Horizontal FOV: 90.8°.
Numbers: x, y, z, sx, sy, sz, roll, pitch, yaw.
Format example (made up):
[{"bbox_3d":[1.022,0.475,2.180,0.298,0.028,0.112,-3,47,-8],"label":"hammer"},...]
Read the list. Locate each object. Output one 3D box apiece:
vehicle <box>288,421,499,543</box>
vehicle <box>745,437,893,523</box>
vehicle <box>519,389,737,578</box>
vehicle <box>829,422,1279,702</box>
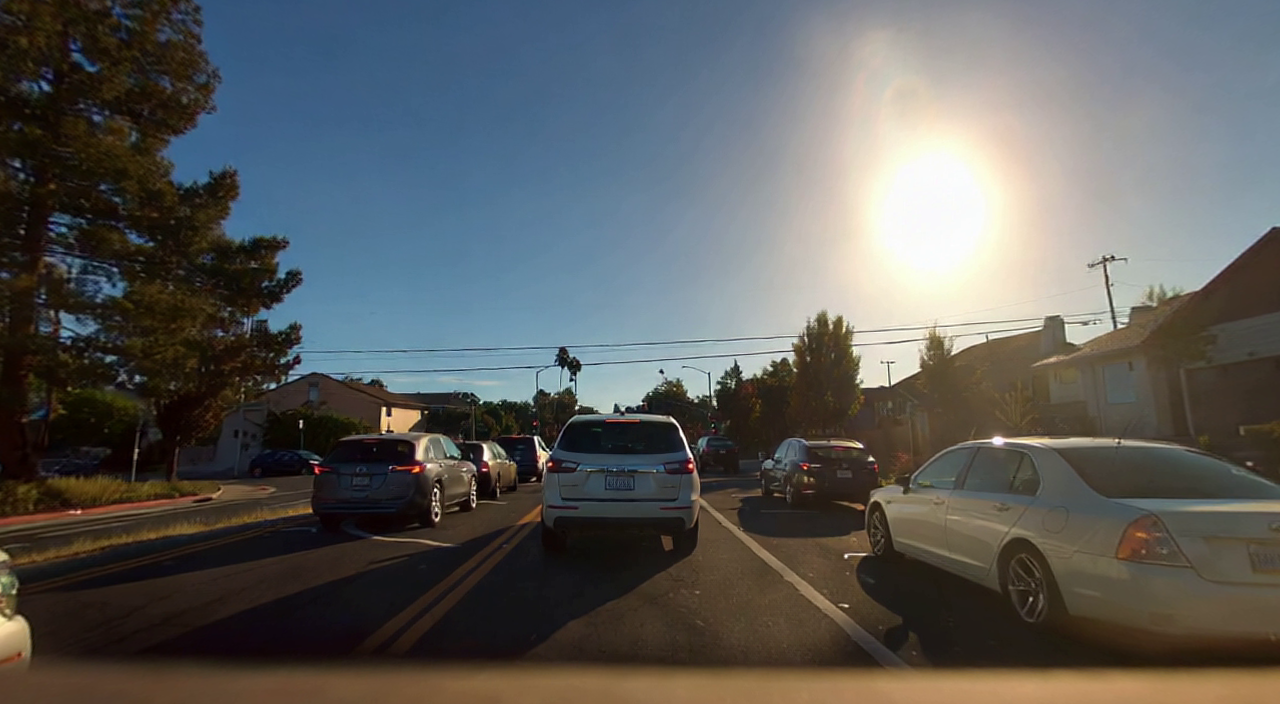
[{"bbox_3d":[-3.726,2.024,10.514,1.864,1.576,4.324,0,-8,-2],"label":"vehicle"},{"bbox_3d":[3.466,2.527,13.067,1.880,1.476,3.932,0,-8,0],"label":"vehicle"},{"bbox_3d":[-0.212,1.614,8.511,2.164,1.867,4.254,0,-8,-3],"label":"vehicle"},{"bbox_3d":[3.469,1.467,5.768,1.977,1.480,4.589,0,-8,-1],"label":"vehicle"}]
